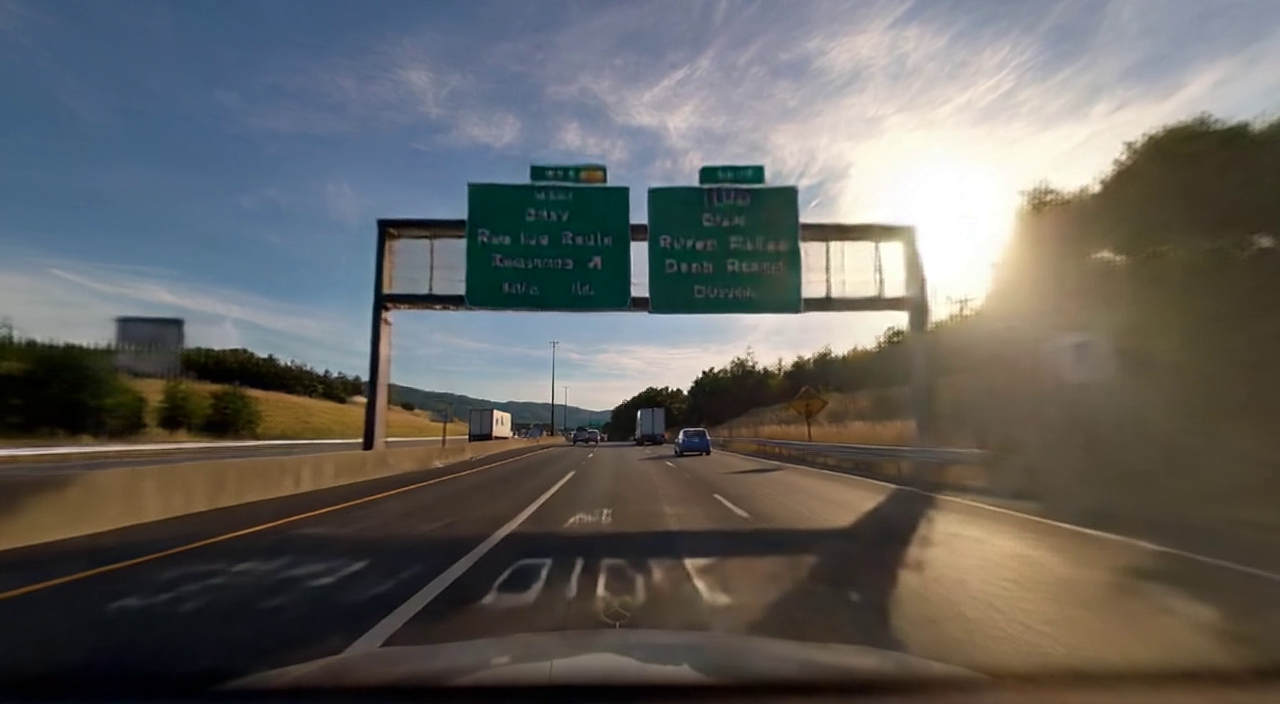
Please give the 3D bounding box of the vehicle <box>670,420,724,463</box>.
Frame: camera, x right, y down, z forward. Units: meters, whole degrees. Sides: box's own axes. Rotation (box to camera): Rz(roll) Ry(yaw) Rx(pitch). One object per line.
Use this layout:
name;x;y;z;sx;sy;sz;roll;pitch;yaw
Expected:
vehicle;2.645;4.289;30.438;2.076;1.914;4.287;0;-8;-2
